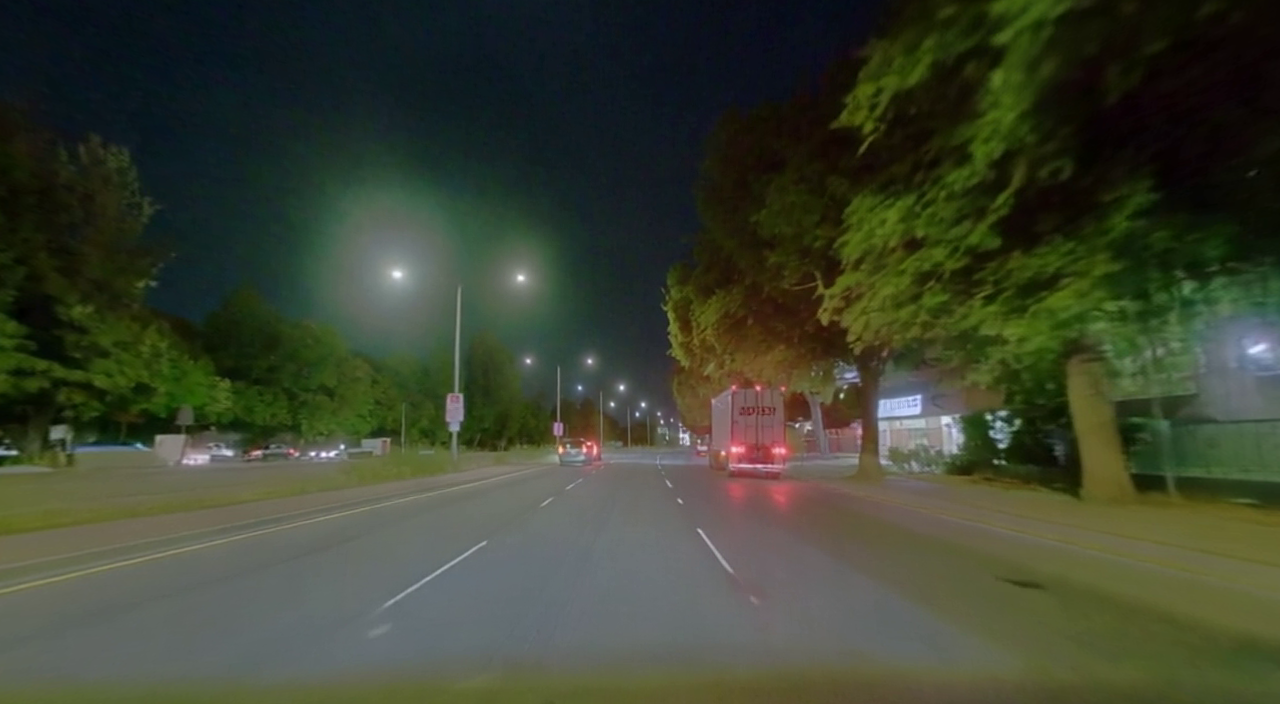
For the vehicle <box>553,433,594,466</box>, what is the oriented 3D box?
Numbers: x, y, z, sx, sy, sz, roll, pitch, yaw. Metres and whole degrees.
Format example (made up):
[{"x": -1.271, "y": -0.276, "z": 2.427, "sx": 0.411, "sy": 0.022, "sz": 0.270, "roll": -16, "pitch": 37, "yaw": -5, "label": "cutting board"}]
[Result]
[{"x": -4.429, "y": 6.627, "z": 42.866, "sx": 2.270, "sy": 2.068, "sz": 5.865, "roll": 0, "pitch": -8, "yaw": -1, "label": "vehicle"}]

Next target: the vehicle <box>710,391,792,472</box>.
[{"x": 6.164, "y": 4.712, "z": 36.800, "sx": 2.981, "sy": 4.106, "sz": 8.794, "roll": 0, "pitch": -9, "yaw": -1, "label": "vehicle"}]
